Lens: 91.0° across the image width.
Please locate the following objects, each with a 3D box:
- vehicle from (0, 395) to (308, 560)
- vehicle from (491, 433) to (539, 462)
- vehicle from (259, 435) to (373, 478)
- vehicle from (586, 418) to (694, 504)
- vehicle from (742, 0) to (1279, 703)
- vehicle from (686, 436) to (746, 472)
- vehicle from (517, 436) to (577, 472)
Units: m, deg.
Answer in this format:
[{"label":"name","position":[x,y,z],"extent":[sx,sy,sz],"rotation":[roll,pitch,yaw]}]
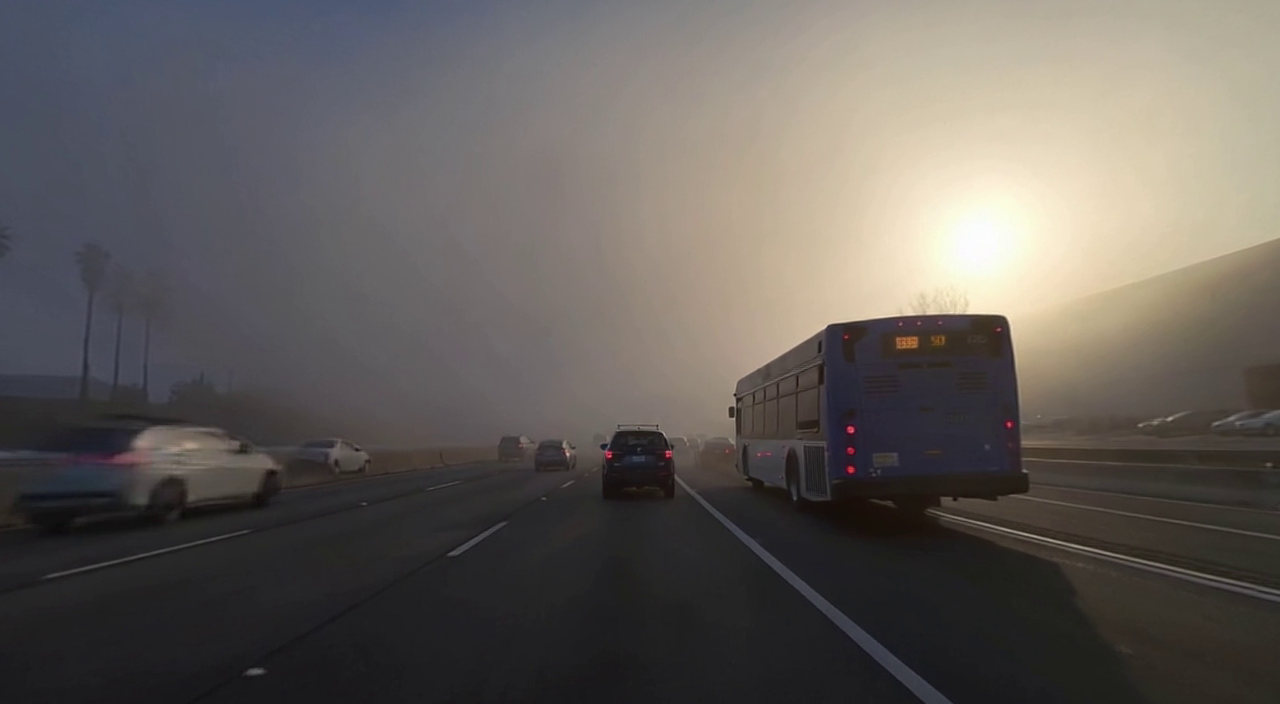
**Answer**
[{"label":"vehicle","position":[-7.488,1.743,9.446],"extent":[2.215,1.795,4.966],"rotation":[0,-9,1]},{"label":"vehicle","position":[-7.944,6.139,40.526],"extent":[2.066,1.779,4.706],"rotation":[0,-9,1]},{"label":"vehicle","position":[-12.515,4.072,24.735],"extent":[1.961,1.493,4.784],"rotation":[0,-9,0]},{"label":"vehicle","position":[0.035,2.610,15.399],"extent":[2.268,1.796,4.280],"rotation":[0,-9,1]},{"label":"vehicle","position":[3.950,0.541,7.675],"extent":[3.020,3.622,14.302],"rotation":[0,-9,0]},{"label":"vehicle","position":[3.355,4.631,28.721],"extent":[2.039,1.516,4.521],"rotation":[0,-9,-2]},{"label":"vehicle","position":[-4.305,4.835,29.981],"extent":[2.040,1.536,4.680],"rotation":[0,-9,1]}]
